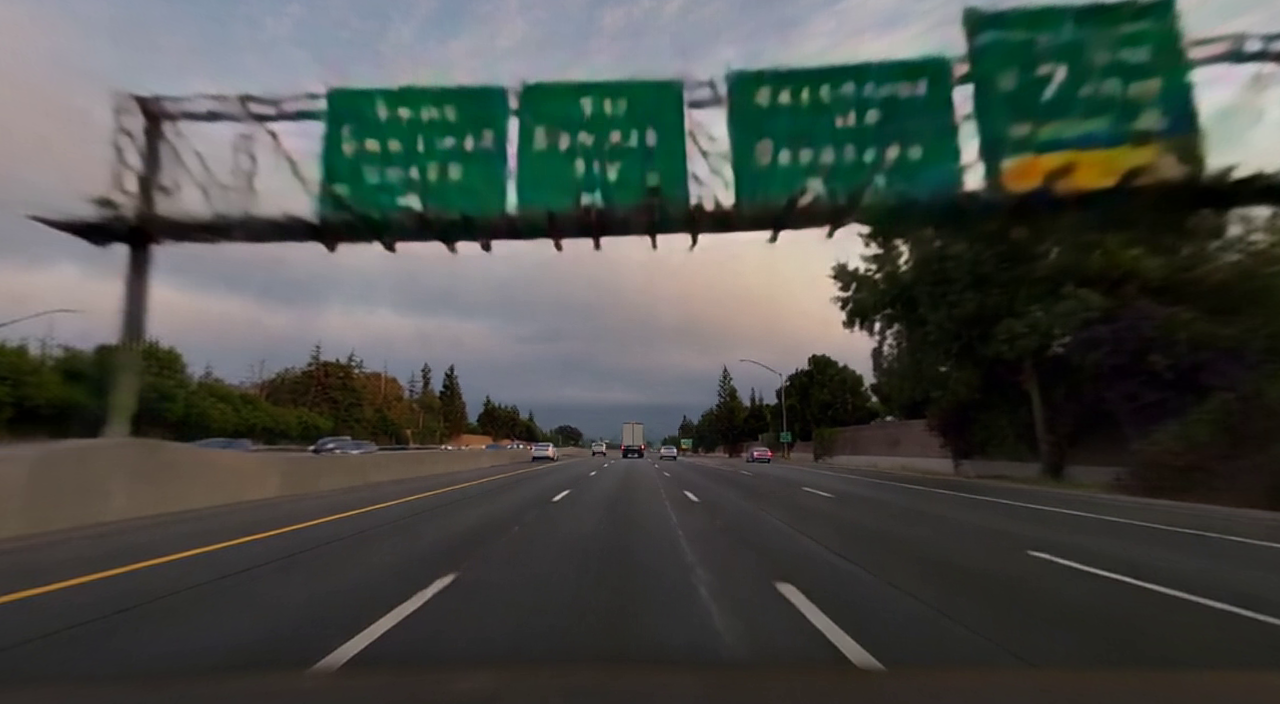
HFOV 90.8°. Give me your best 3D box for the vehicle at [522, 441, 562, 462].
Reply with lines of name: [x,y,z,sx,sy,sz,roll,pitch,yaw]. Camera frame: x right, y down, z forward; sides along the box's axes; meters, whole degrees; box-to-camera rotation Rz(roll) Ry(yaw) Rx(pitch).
vehicle: [-7.282,7.449,47.405,2.117,1.518,4.930,0,-8,1]

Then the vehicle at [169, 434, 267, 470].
vehicle: [-19.231,4.561,28.987,1.822,1.496,3.822,0,-8,0]
